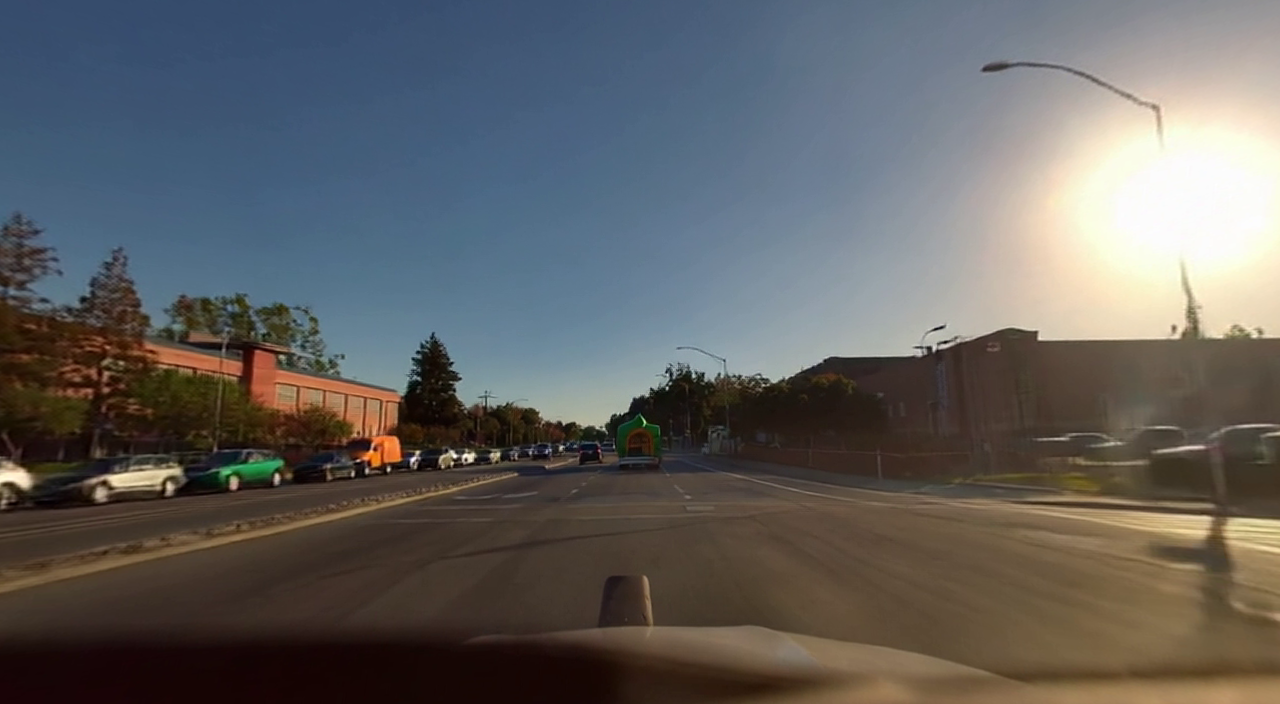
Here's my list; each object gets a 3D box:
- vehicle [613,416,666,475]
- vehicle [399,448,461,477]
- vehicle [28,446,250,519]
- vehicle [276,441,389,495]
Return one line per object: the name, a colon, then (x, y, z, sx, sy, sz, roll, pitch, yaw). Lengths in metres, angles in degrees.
vehicle: (-0.167, 5.775, 39.112, 2.843, 3.120, 10.422, 0, -8, -2)
vehicle: (-11.979, 6.303, 36.246, 1.935, 1.467, 4.451, -1, -8, 2)
vehicle: (-12.990, 3.349, 16.880, 1.960, 1.627, 4.784, 0, -8, 1)
vehicle: (-12.475, 4.674, 25.982, 2.068, 1.747, 5.040, -4, -7, 1)
